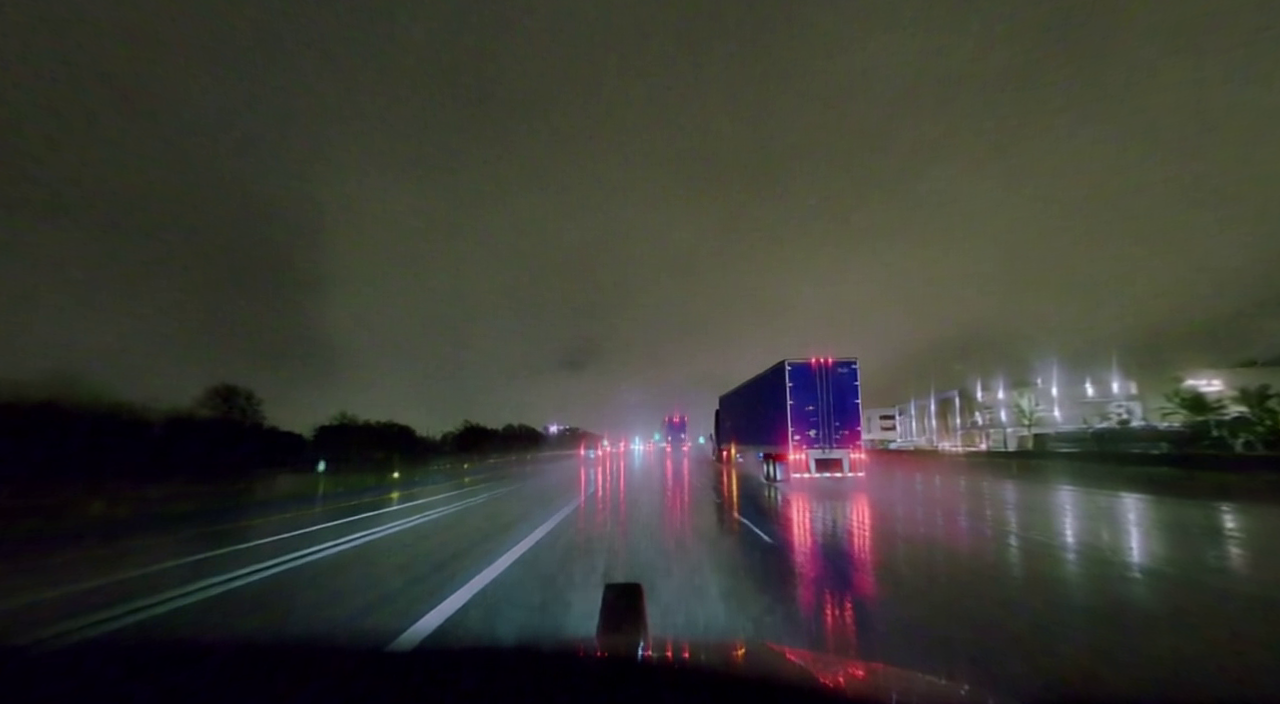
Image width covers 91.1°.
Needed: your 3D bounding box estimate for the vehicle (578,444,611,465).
[{"bbox_3d":[-3.509,7.980,48.931,2.113,1.548,4.532,0,-8,2],"label":"vehicle"}]
